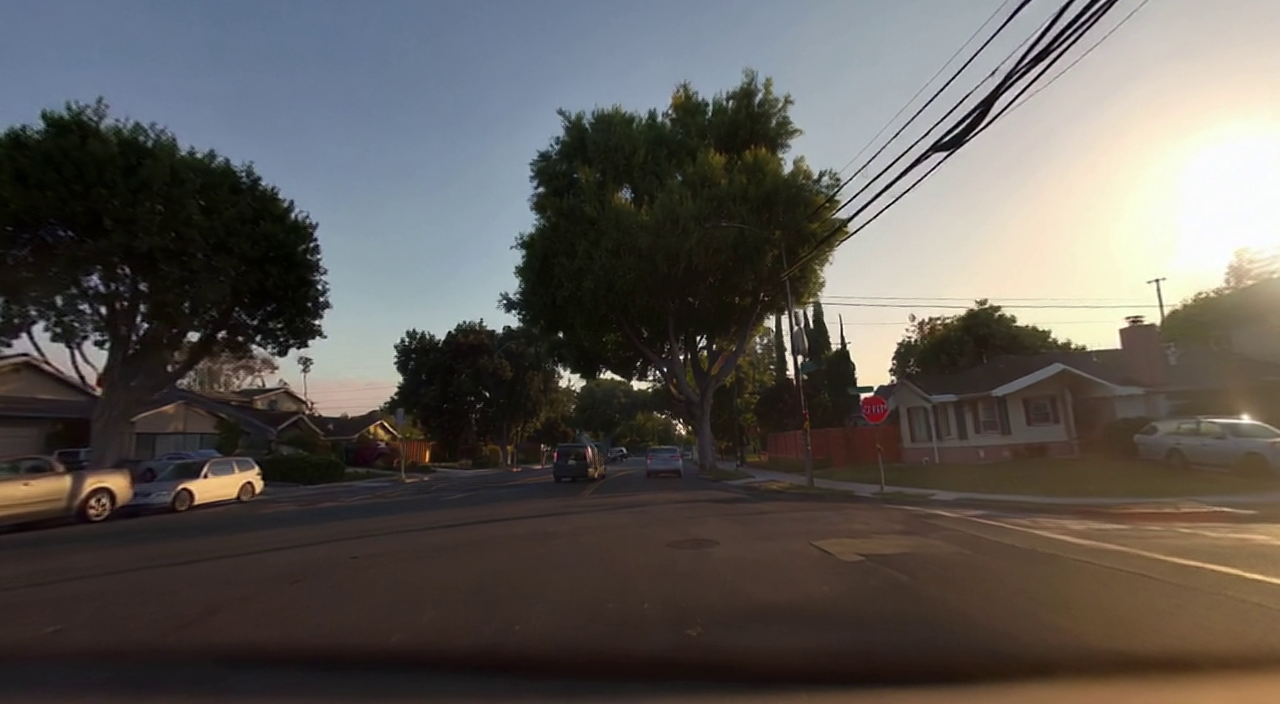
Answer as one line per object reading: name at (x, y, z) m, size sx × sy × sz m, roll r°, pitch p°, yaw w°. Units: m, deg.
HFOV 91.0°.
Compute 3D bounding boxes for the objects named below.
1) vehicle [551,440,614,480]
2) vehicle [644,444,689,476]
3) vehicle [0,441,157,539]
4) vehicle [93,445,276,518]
vehicle at (-2.605, 4.999, 29.518) m, size 2.178 × 1.695 × 4.339 m, roll -1°, pitch -8°, yaw 5°
vehicle at (1.402, 5.405, 31.748) m, size 1.955 × 1.459 × 4.383 m, roll -1°, pitch -8°, yaw 6°
vehicle at (-14.117, 3.037, 13.900) m, size 2.191 × 1.980 × 5.888 m, roll -4°, pitch -9°, yaw 1°
vehicle at (-13.772, 3.932, 19.511) m, size 2.076 × 1.864 × 4.730 m, roll -3°, pitch -10°, yaw 1°
